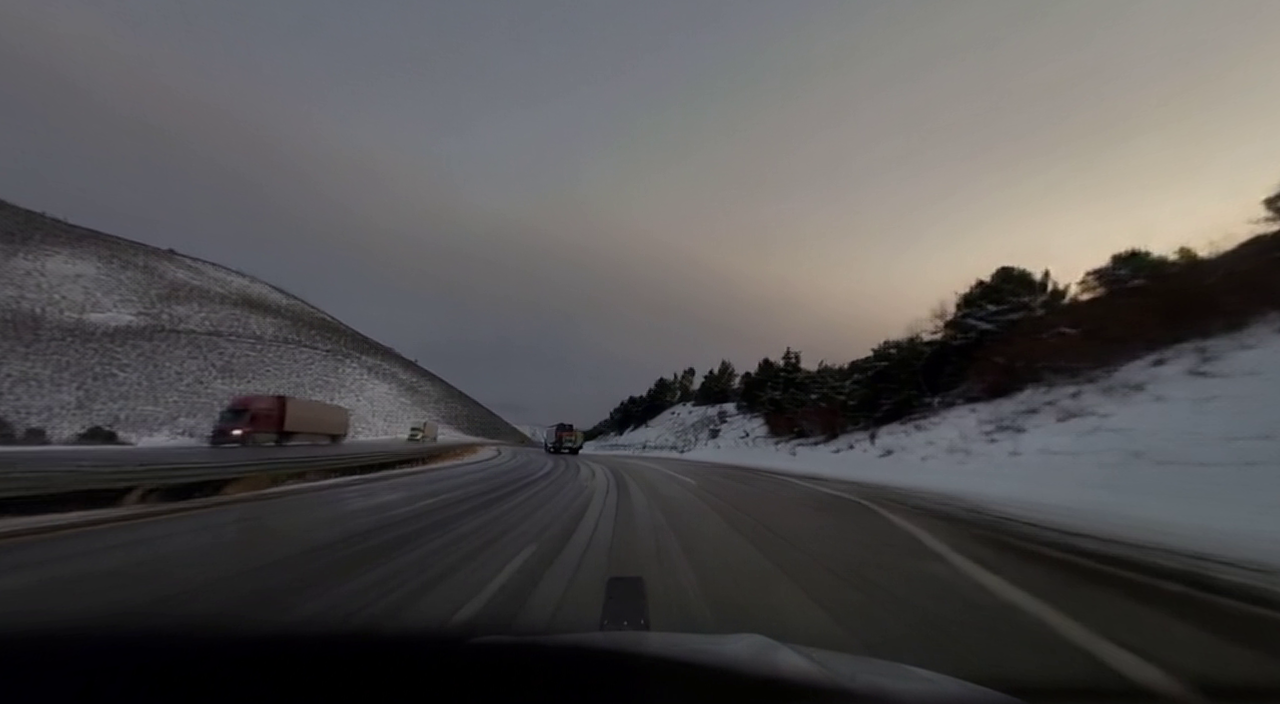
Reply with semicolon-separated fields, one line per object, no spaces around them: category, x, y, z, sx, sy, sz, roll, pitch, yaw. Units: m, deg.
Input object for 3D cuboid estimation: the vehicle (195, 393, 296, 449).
vehicle;-29.607;5.367;47.838;2.973;3.863;8.434;1;-8;-7
